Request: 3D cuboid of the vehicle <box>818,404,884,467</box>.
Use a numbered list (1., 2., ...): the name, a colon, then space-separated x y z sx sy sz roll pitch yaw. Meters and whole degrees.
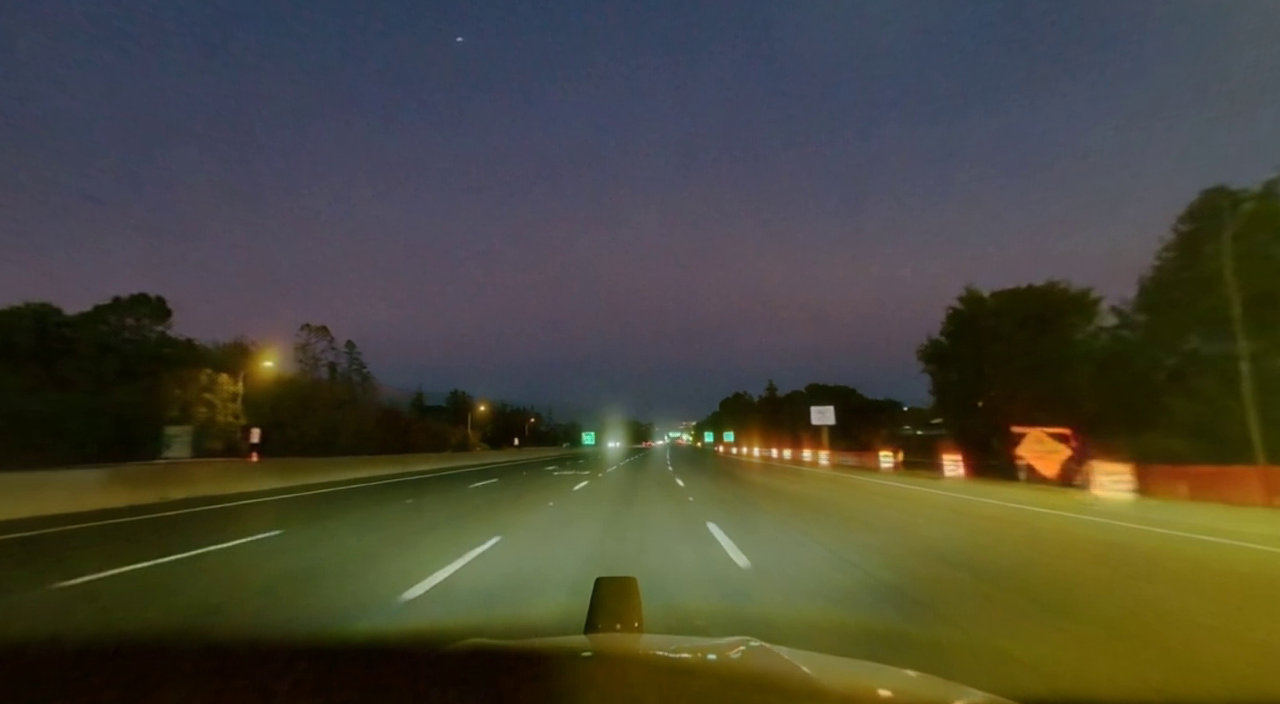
1. vehicle: 12.869 5.130 38.687 2.772 3.642 3.493 0 -9 1
